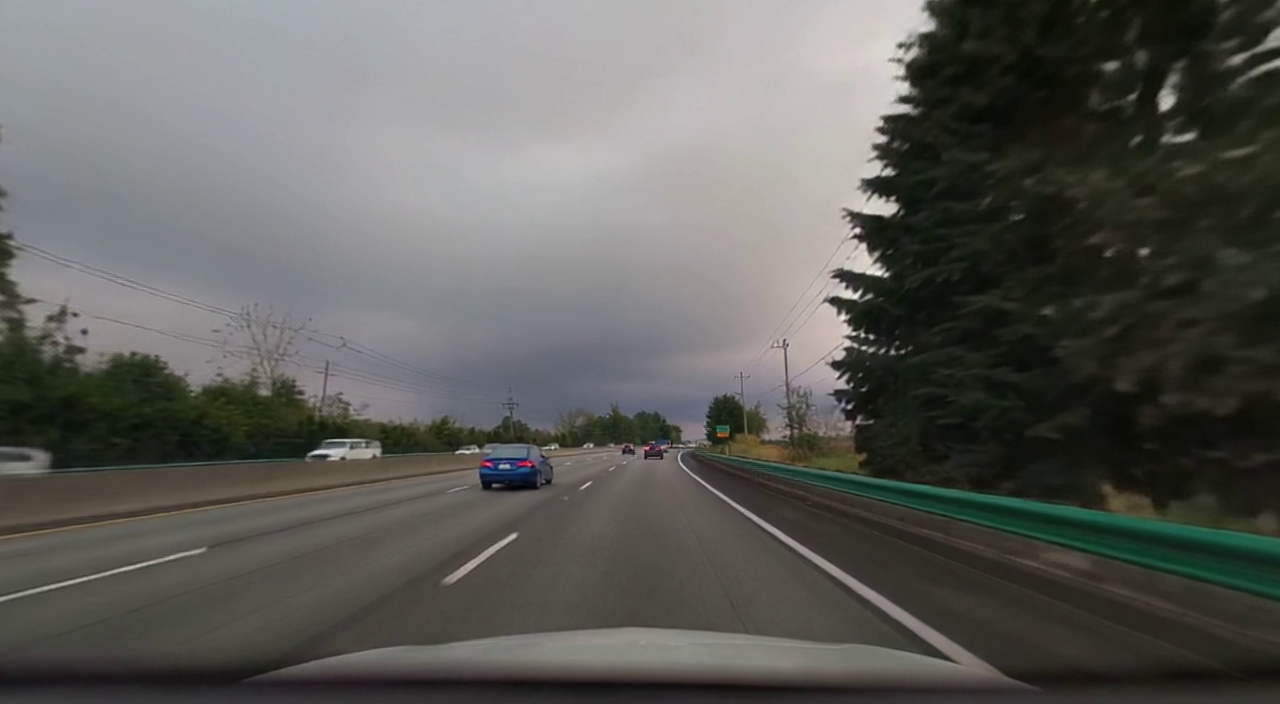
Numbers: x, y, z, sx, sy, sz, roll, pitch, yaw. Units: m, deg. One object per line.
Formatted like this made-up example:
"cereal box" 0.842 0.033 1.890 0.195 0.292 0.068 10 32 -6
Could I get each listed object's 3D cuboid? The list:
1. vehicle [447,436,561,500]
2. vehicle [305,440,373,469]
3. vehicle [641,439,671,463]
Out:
"vehicle" -3.506 3.079 17.212 2.021 1.515 4.453 0 -8 2
"vehicle" -19.072 6.470 40.139 1.998 1.724 4.404 0 -8 2
"vehicle" 1.254 7.498 48.025 2.176 1.725 4.182 0 -8 3
